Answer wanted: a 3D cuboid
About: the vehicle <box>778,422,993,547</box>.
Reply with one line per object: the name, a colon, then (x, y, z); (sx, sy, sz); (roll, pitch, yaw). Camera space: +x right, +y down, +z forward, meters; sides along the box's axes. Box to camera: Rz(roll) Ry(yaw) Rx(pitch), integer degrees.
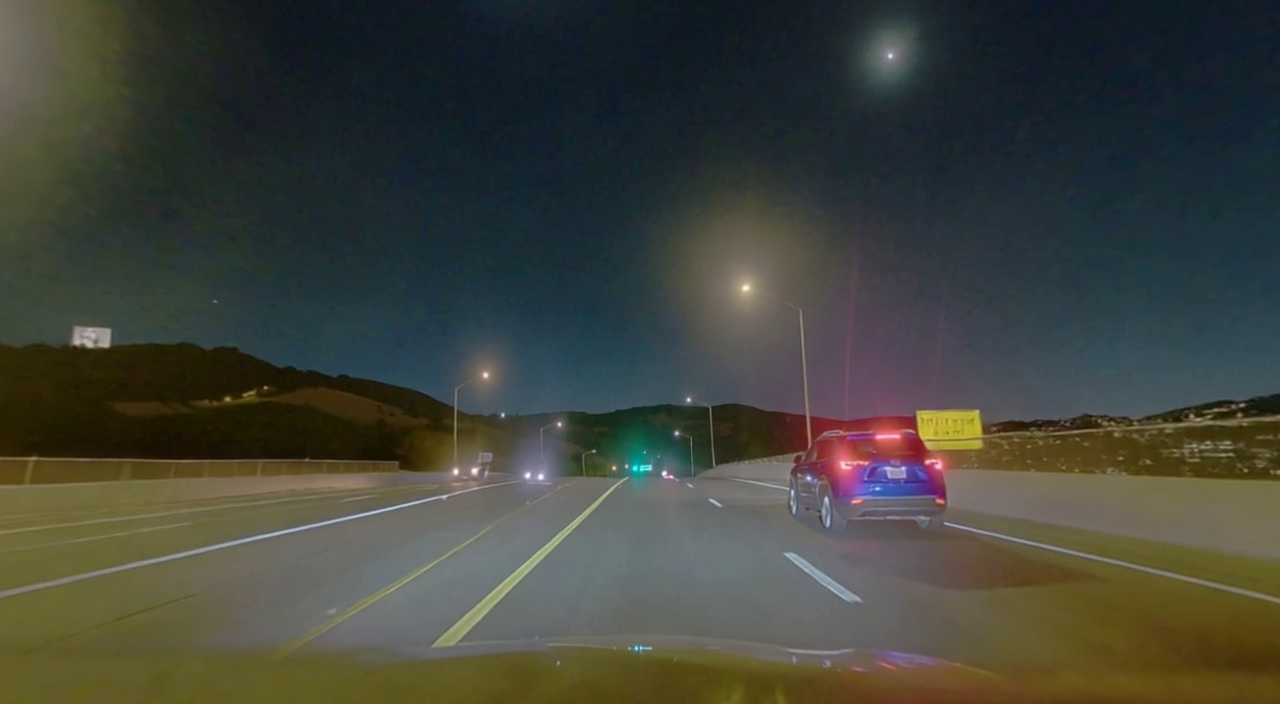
vehicle: (3.920, 2.186, 11.048); (1.989, 1.730, 4.324); (0, -9, 0)
